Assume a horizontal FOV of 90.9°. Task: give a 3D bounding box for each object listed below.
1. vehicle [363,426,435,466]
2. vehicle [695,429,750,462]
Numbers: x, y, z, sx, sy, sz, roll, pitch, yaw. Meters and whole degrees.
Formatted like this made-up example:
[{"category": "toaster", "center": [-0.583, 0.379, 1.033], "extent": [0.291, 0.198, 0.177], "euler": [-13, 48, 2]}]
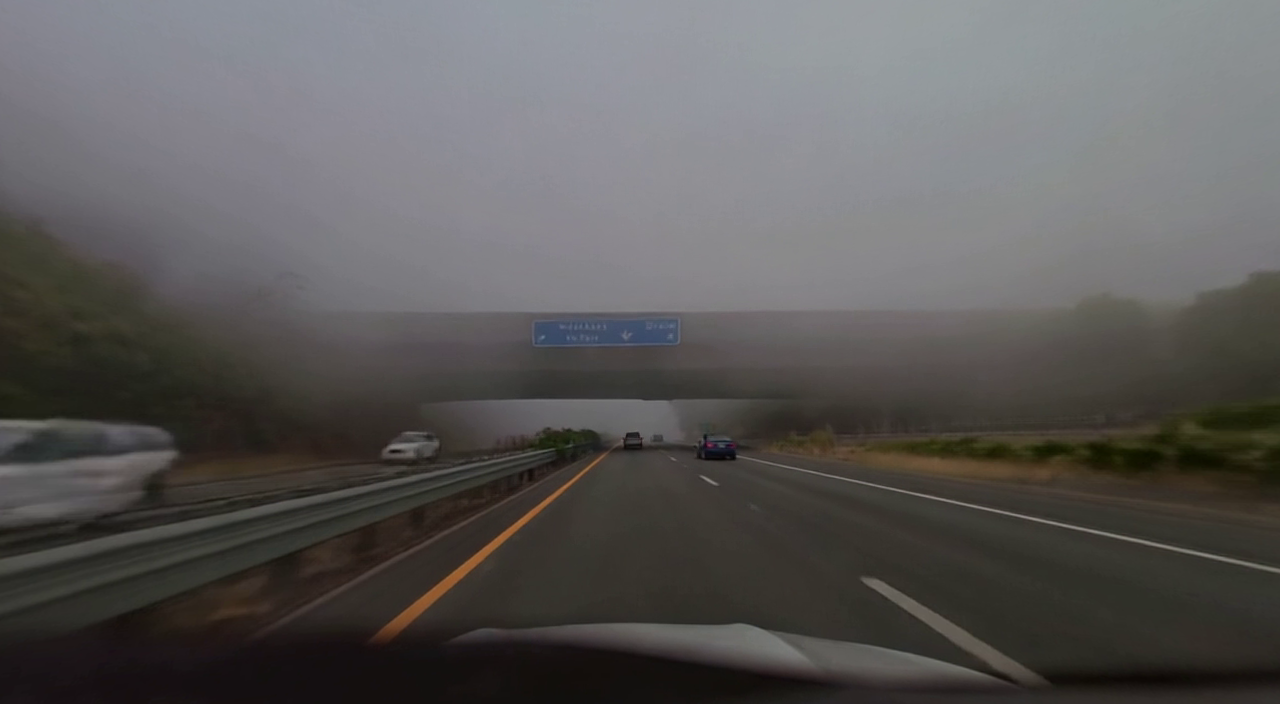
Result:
[{"category": "vehicle", "center": [-13.466, 5.292, 35.577], "extent": [2.209, 2.081, 4.772], "euler": [0, -8, -1]}, {"category": "vehicle", "center": [4.023, 4.632, 31.436], "extent": [2.010, 1.526, 4.438], "euler": [0, -8, -2]}]
